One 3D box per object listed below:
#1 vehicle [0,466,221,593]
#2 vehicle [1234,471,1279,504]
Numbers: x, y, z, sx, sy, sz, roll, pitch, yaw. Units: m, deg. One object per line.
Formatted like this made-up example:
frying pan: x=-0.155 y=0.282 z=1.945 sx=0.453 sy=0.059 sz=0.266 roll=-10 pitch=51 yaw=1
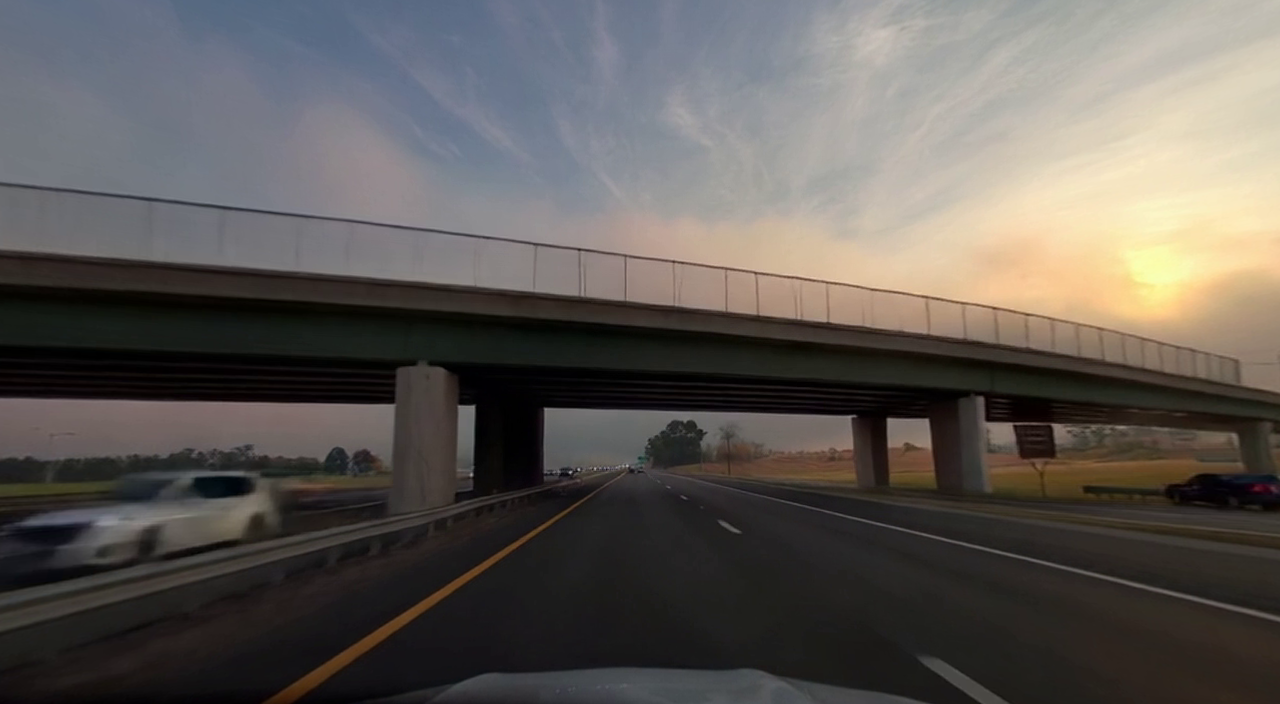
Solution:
vehicle: x=-8.417 y=2.387 z=9.089 sx=1.789 sy=1.453 sz=4.296 roll=1 pitch=-10 yaw=-1
vehicle: x=32.691 y=6.964 z=32.525 sx=1.951 sy=1.616 sz=4.175 roll=-5 pitch=-12 yaw=30
